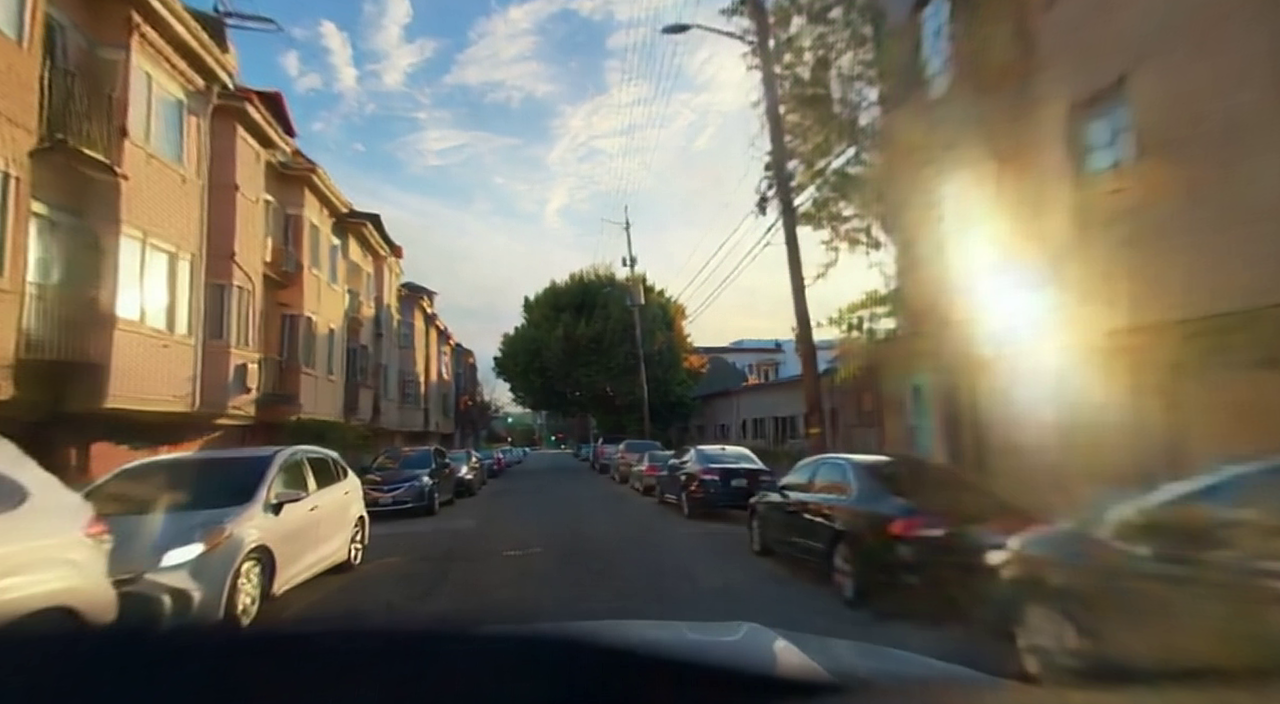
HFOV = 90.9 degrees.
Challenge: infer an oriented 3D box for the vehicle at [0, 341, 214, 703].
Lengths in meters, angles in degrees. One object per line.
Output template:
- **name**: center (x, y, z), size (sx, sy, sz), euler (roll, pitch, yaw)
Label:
- **vehicle**: center (-3.435, 0.755, 1.646), size (2.100, 1.769, 4.544), euler (0, -8, -10)

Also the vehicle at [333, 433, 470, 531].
- **vehicle**: center (-5.360, 2.872, 14.804), size (2.081, 1.679, 4.506), euler (-2, -5, -9)

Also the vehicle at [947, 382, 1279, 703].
- **vehicle**: center (3.313, 0.913, 1.813), size (2.025, 1.631, 4.679), euler (3, -8, -8)

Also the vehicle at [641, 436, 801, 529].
- **vehicle**: center (1.454, 2.582, 13.366), size (1.968, 1.595, 4.543), euler (2, -8, -11)
